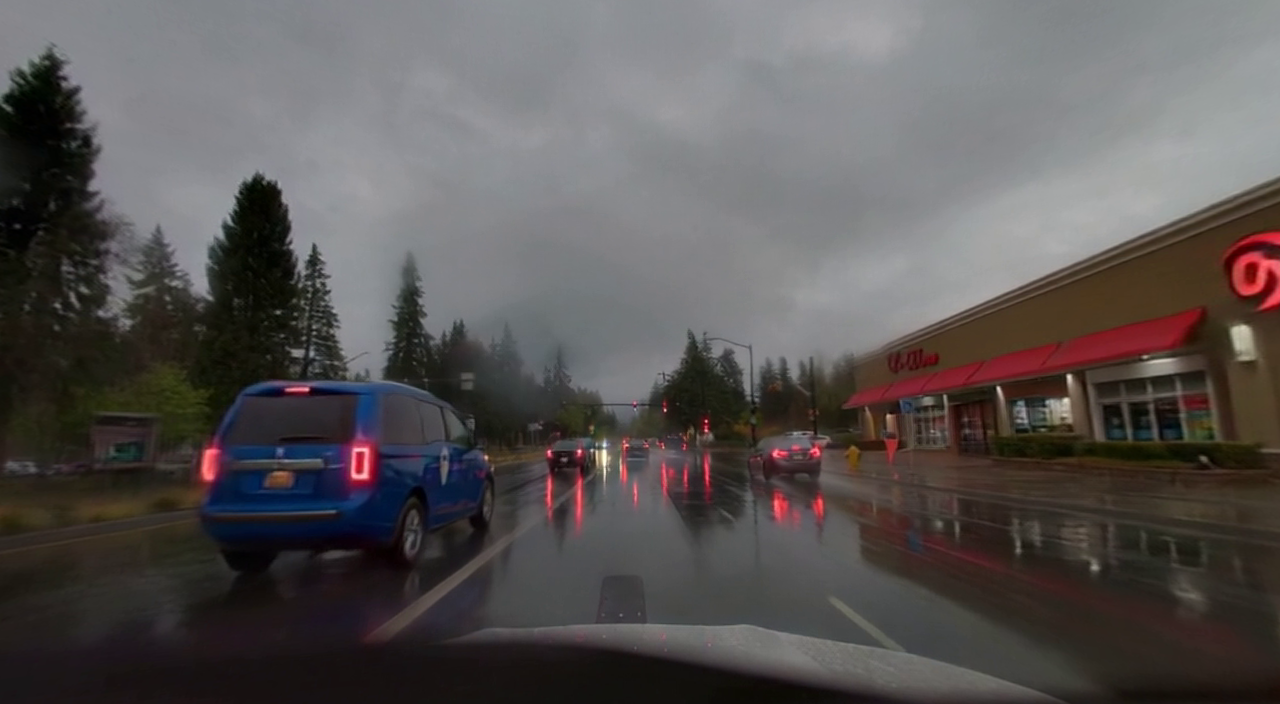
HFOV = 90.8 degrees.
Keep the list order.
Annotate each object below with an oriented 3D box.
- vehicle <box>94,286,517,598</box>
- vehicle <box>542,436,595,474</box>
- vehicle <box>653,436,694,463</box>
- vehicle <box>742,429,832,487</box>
[{"bbox_3d":[-3.528,1.208,8.615,2.443,2.784,5.862,0,-9,1],"label":"vehicle"},{"bbox_3d":[-3.377,5.001,30.810,2.030,1.724,4.365,0,-9,1],"label":"vehicle"},{"bbox_3d":[2.500,7.057,45.659,2.209,1.806,4.689,-2,-9,12],"label":"vehicle"},{"bbox_3d":[4.560,3.376,20.264,1.869,1.646,4.166,0,-9,0],"label":"vehicle"}]
